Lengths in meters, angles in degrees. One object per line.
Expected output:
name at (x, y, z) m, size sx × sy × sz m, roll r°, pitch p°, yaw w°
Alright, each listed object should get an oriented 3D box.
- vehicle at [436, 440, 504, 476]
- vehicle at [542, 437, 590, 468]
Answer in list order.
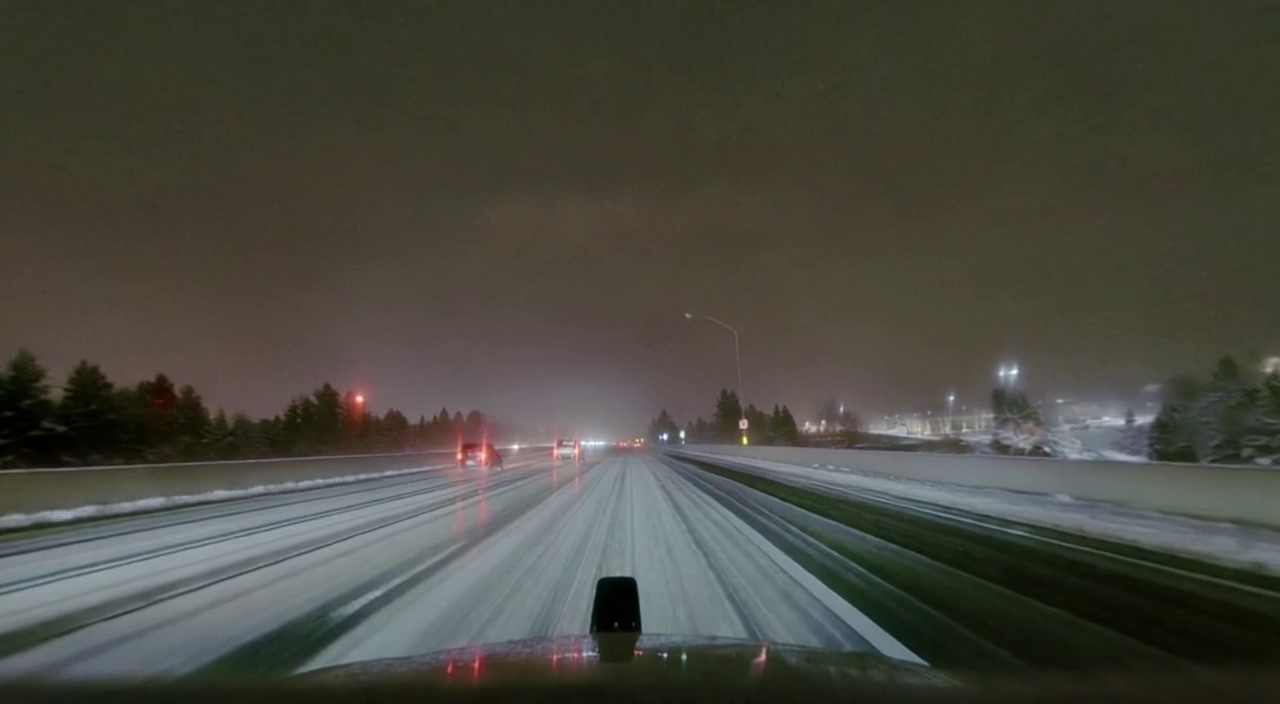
vehicle at (-7.985, 5.009, 30.080) m, size 1.924 × 1.519 × 4.791 m, roll -1°, pitch -8°, yaw 0°
vehicle at (-4.259, 5.859, 37.061) m, size 2.200 × 1.662 × 5.091 m, roll -1°, pitch -8°, yaw 0°
